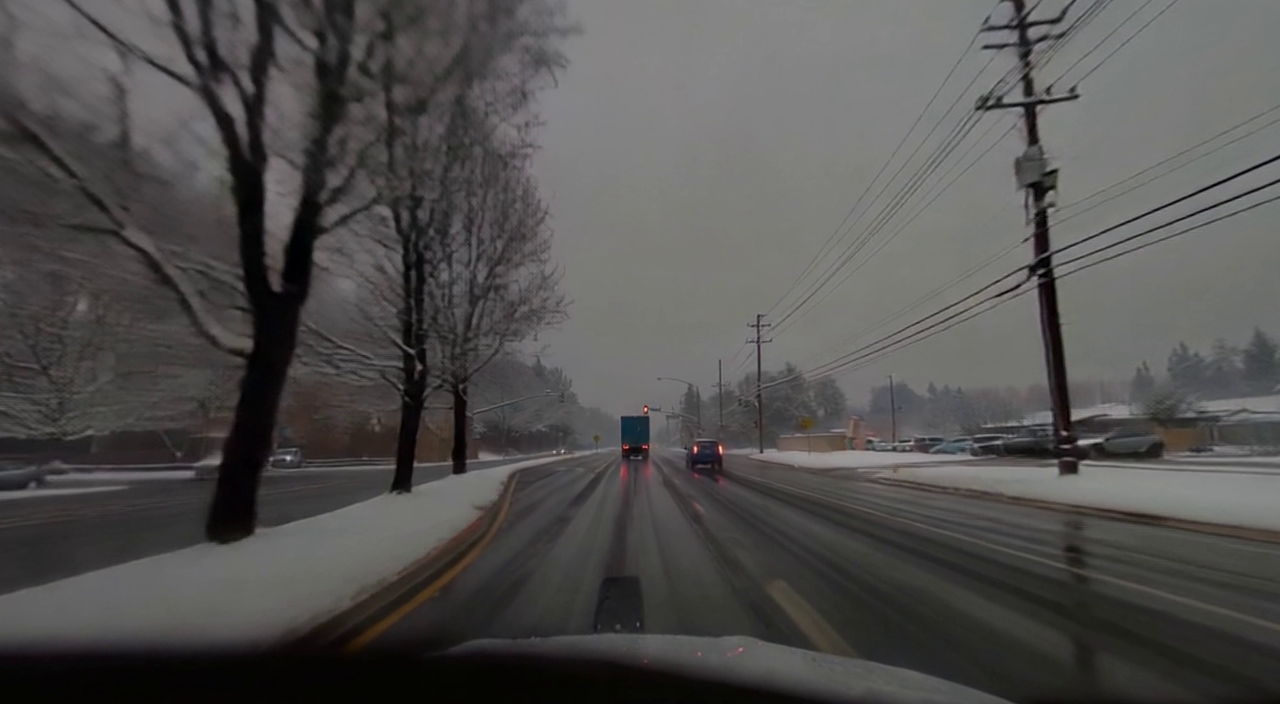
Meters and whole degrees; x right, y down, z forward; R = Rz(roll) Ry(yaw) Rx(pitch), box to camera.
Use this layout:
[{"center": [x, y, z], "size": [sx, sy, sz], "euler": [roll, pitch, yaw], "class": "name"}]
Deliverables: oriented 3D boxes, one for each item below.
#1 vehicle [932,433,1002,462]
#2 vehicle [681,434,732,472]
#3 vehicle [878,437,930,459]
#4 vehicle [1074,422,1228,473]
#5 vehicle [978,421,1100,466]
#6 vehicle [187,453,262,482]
[{"center": [20.695, 6.072, 40.192], "size": [1.917, 1.682, 4.575], "euler": [0, -8, -1], "class": "vehicle"}, {"center": [3.428, 5.292, 33.280], "size": [2.086, 1.803, 4.607], "euler": [0, -8, -1], "class": "vehicle"}, {"center": [20.406, 7.440, 49.075], "size": [2.010, 1.567, 4.519], "euler": [0, -8, -1], "class": "vehicle"}, {"center": [20.584, 3.881, 25.822], "size": [1.993, 1.854, 5.008], "euler": [0, -8, -1], "class": "vehicle"}, {"center": [20.649, 4.802, 33.143], "size": [2.529, 2.086, 5.902], "euler": [0, -9, 0], "class": "vehicle"}, {"center": [-26.236, 7.261, 40.094], "size": [2.188, 1.669, 4.546], "euler": [1, -9, -8], "class": "vehicle"}]
